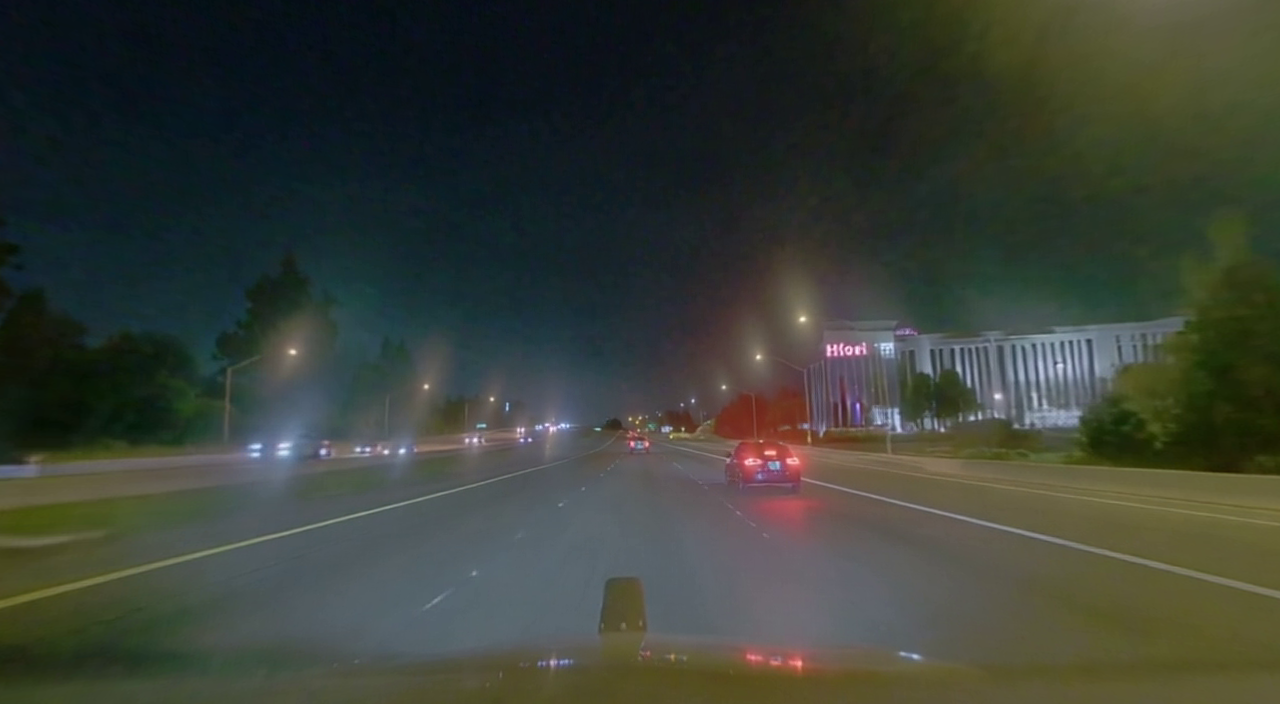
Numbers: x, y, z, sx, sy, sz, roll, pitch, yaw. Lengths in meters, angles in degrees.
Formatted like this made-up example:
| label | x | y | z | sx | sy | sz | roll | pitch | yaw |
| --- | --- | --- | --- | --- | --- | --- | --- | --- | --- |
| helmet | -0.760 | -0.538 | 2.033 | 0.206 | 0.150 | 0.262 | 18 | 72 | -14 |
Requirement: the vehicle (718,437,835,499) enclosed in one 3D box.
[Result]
| label | x | y | z | sx | sy | sz | roll | pitch | yaw |
| --- | --- | --- | --- | --- | --- | --- | --- | --- | --- |
| vehicle | 3.468 | 3.026 | 16.930 | 2.069 | 1.431 | 4.313 | 0 | -8 | -2 |

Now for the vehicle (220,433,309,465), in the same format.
| label | x | y | z | sx | sy | sz | roll | pitch | yaw |
| --- | --- | --- | --- | --- | --- | --- | --- | --- | --- |
| vehicle | -20.917 | 5.414 | 35.440 | 2.108 | 1.667 | 4.823 | 0 | -8 | -2 |
